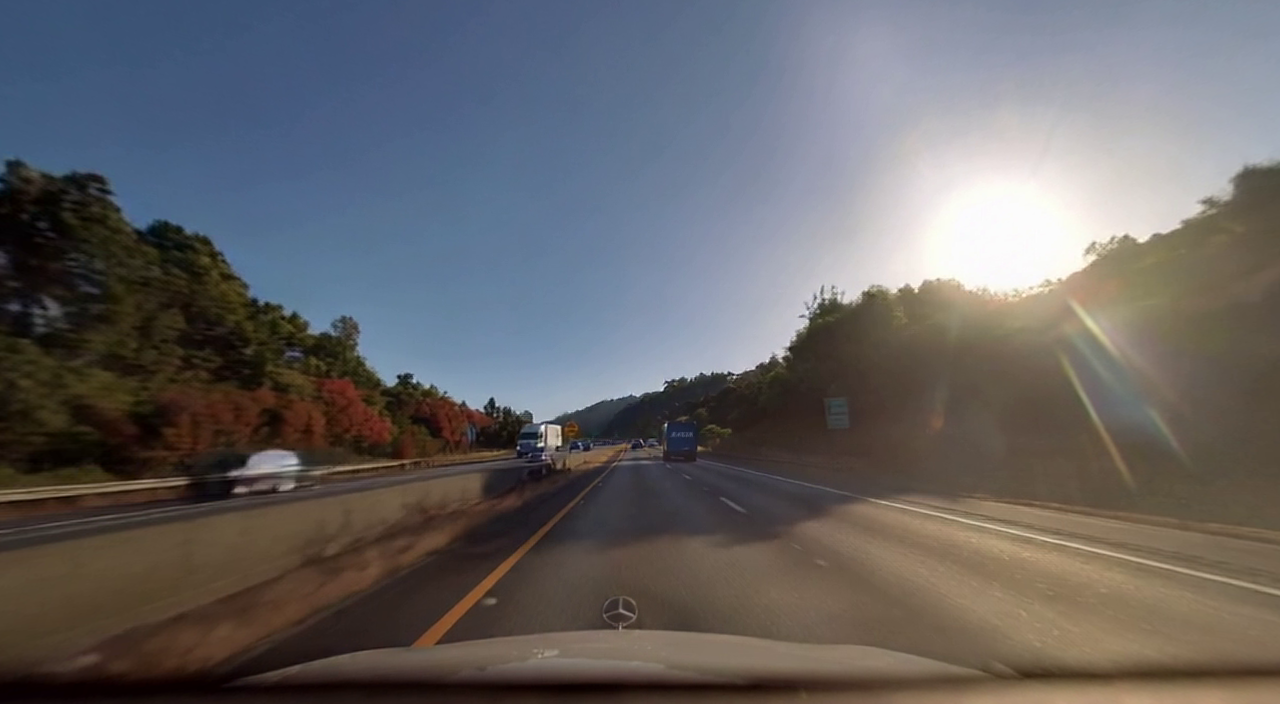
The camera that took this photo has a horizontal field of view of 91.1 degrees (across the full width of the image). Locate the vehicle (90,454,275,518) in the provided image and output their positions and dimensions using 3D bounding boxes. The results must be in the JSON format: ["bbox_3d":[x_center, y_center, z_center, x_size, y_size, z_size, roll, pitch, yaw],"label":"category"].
[{"bbox_3d":[-12.460,3.622,17.559,1.926,1.505,4.237,0,-9,1],"label":"vehicle"}]

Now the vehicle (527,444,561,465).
[{"bbox_3d":[-7.504,8.075,49.671,1.992,1.492,4.794,0,-9,0],"label":"vehicle"}]
